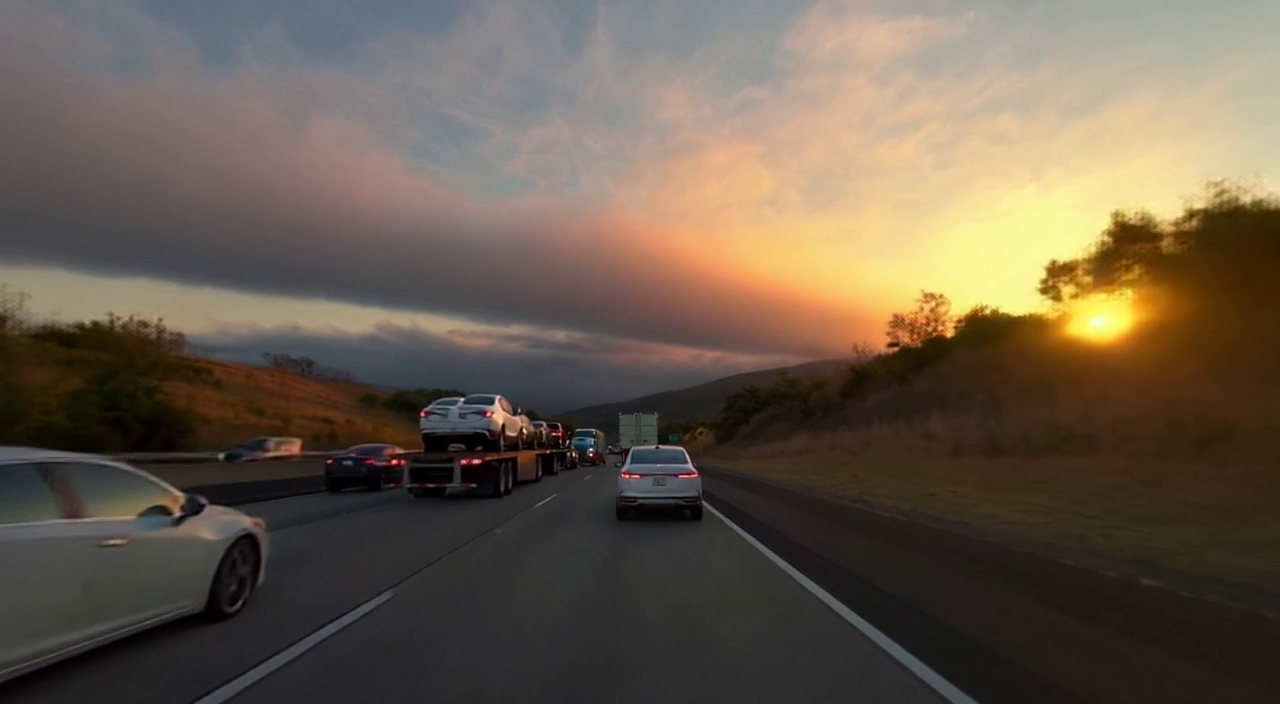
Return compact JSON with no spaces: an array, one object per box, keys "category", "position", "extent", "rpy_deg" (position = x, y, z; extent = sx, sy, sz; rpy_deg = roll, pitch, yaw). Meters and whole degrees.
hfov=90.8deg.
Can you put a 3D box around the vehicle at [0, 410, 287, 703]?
[{"category":"vehicle","position":[-3.673,0.951,2.394],"extent":[1.947,1.470,4.526],"rpy_deg":[0,-9,1]}]

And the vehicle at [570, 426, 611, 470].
[{"category":"vehicle","position":[-3.275,6.579,43.124],"extent":[2.289,2.710,6.726],"rpy_deg":[0,-9,0]}]

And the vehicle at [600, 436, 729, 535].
[{"category":"vehicle","position":[0.349,2.332,11.531],"extent":[1.991,1.507,3.391],"rpy_deg":[0,-9,-1]}]

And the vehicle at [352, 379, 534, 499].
[{"category":"vehicle","position":[-2.984,1.475,10.566],"extent":[2.031,1.594,4.103],"rpy_deg":[1,-9,-5]}]
